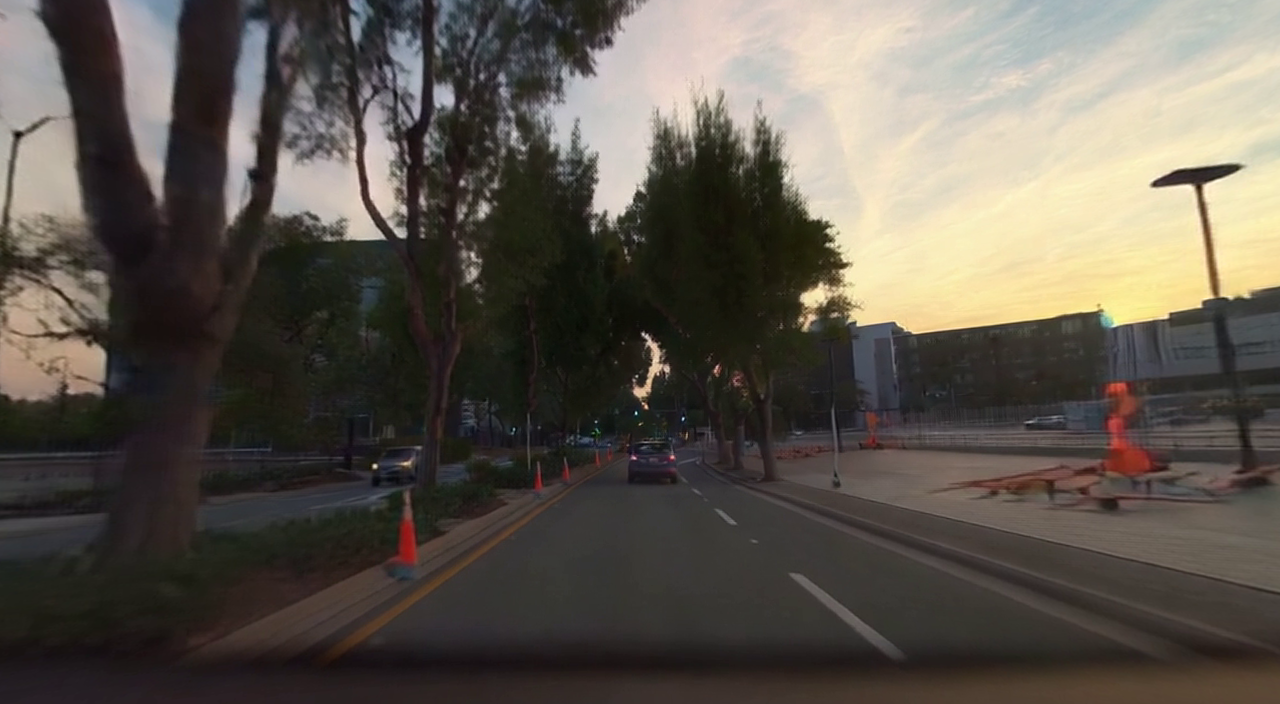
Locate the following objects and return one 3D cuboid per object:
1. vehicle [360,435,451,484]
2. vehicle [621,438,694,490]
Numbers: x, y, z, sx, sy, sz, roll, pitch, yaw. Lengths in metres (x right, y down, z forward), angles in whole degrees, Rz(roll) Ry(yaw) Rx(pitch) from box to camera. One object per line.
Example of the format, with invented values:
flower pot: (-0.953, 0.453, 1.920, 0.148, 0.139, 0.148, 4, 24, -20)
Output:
vehicle: (-11.159, 5.148, 30.565, 2.349, 2.106, 5.464, 0, -8, -1)
vehicle: (0.570, 3.585, 20.670, 2.114, 1.493, 4.430, -1, -8, 2)
